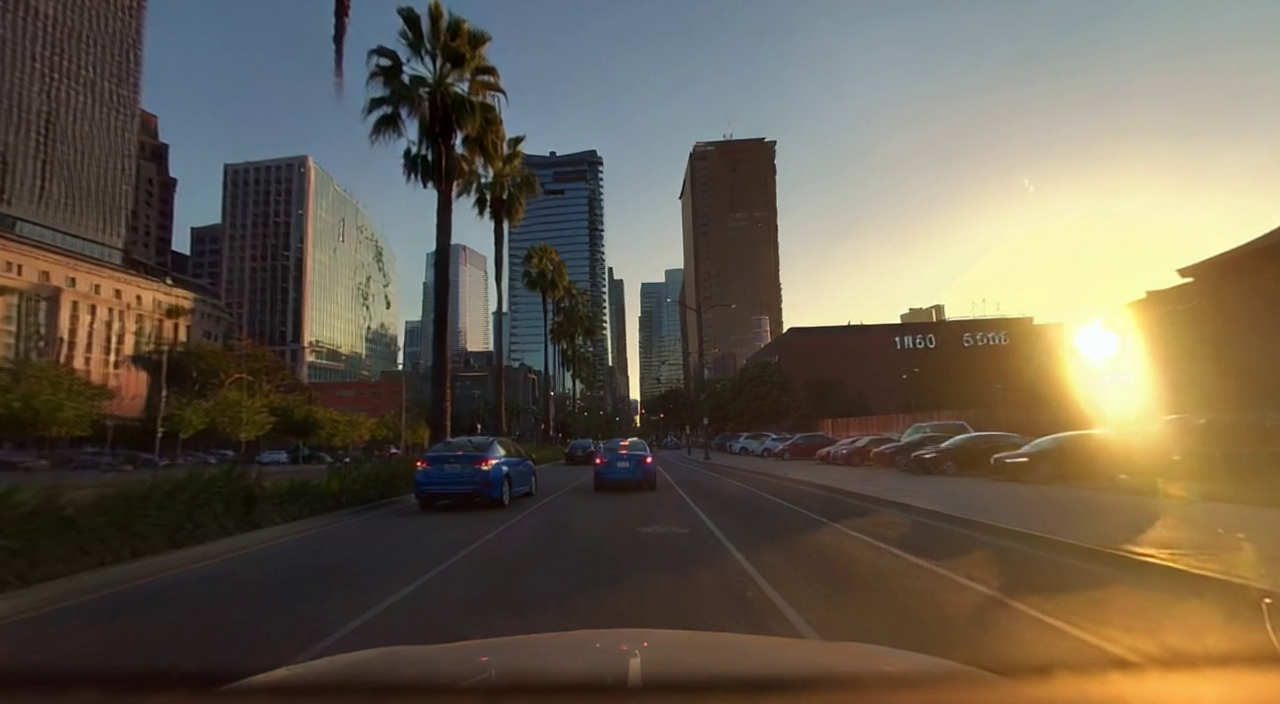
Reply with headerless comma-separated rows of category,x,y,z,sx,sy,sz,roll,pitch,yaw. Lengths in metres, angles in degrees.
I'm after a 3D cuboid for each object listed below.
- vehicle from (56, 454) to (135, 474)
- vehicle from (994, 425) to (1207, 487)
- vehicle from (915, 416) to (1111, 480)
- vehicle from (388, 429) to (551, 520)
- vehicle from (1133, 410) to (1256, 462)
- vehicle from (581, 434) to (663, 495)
vehicle,-42.445,8.717,49.265,4.309,1.484,1.884,0,-8,-2
vehicle,13.290,3.021,18.442,4.749,1.522,1.905,-1,-9,-3
vehicle,12.509,3.249,21.471,5.188,1.805,2.228,-2,-8,-3
vehicle,-3.224,2.415,13.005,2.071,1.544,4.383,0,-8,1
vehicle,23.722,3.686,27.359,2.288,1.984,5.526,-4,-9,24
vehicle,-0.460,3.033,17.392,2.004,1.465,3.713,0,-8,0
